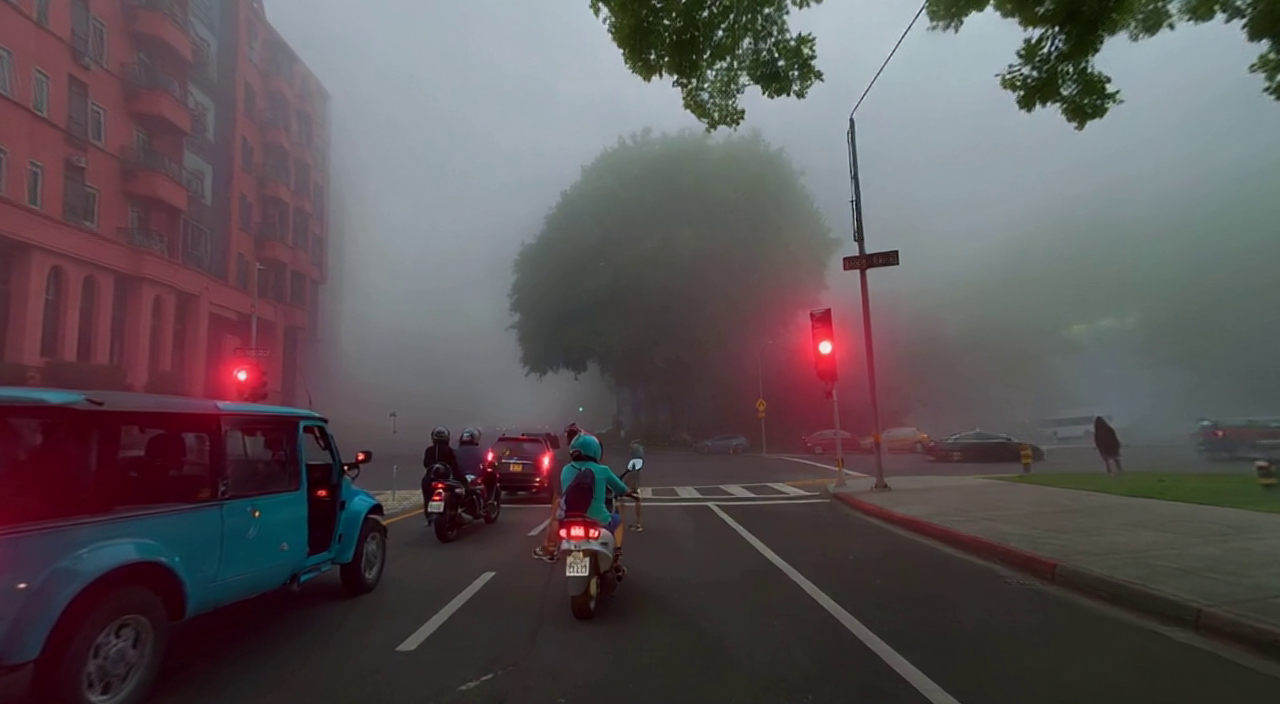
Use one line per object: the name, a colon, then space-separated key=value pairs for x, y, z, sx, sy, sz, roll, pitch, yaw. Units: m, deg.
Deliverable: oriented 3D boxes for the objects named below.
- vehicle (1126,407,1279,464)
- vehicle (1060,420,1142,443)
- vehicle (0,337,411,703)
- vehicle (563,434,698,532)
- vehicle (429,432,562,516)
vehicle: x=20.782 y=2.982 z=22.302 sx=2.016 sy=1.840 sz=5.226 roll=7 pitch=-11 yaw=-41
vehicle: x=30.795 y=5.333 z=42.157 sx=1.751 sy=1.420 sz=4.027 roll=8 pitch=-12 yaw=-43
vehicle: x=-3.586 y=1.156 z=4.542 sx=2.000 sy=1.809 sz=4.855 roll=0 pitch=-9 yaw=1
vehicle: x=-0.103 y=2.297 z=11.621 sx=2.025 sy=1.458 sz=4.085 roll=-1 pitch=-9 yaw=1
vehicle: x=-3.096 y=2.706 z=14.441 sx=1.935 sy=1.615 sz=4.073 roll=-1 pitch=-9 yaw=2
